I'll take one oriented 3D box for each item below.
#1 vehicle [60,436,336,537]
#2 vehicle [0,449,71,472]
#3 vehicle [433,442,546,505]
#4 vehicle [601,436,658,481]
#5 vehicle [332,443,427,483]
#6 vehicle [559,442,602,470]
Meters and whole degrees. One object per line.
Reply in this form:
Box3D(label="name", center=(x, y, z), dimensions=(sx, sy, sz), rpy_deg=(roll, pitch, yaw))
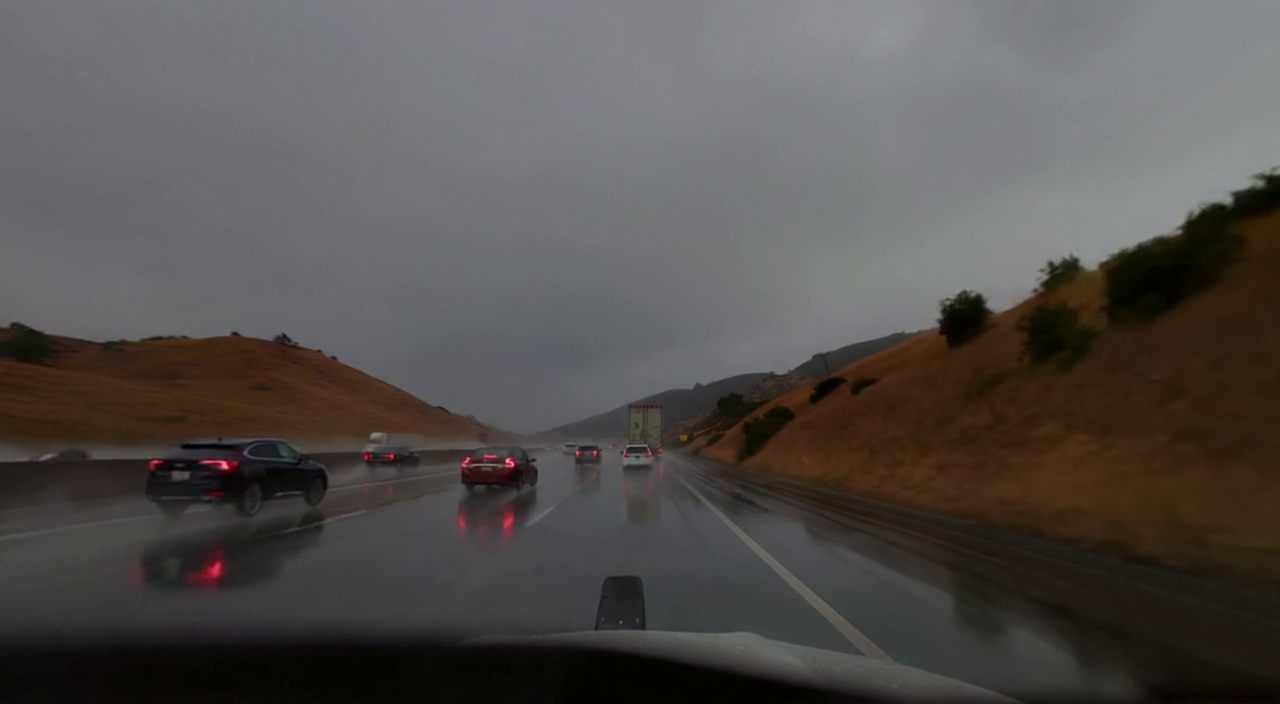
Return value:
Box3D(label="vehicle", center=(-7.779, 2.373, 11.752), dimensions=(2.029, 1.507, 4.204), rpy_deg=(0, -9, 1))
Box3D(label="vehicle", center=(-42.525, 7.530, 43.848), dimensions=(1.780, 1.514, 4.281), rpy_deg=(0, -9, 0))
Box3D(label="vehicle", center=(-3.949, 3.263, 17.409), dimensions=(1.943, 1.468, 4.547), rpy_deg=(0, -9, 1))
Box3D(label="vehicle", center=(-0.415, 4.638, 27.674), dimensions=(2.281, 1.795, 4.297), rpy_deg=(0, -9, 0))
Box3D(label="vehicle", center=(-10.679, 4.575, 26.260), dimensions=(1.950, 1.507, 4.527), rpy_deg=(0, -9, 1))
Box3D(label="vehicle", center=(-3.678, 6.512, 39.582), dimensions=(2.155, 1.661, 4.477), rpy_deg=(0, -9, 1))
